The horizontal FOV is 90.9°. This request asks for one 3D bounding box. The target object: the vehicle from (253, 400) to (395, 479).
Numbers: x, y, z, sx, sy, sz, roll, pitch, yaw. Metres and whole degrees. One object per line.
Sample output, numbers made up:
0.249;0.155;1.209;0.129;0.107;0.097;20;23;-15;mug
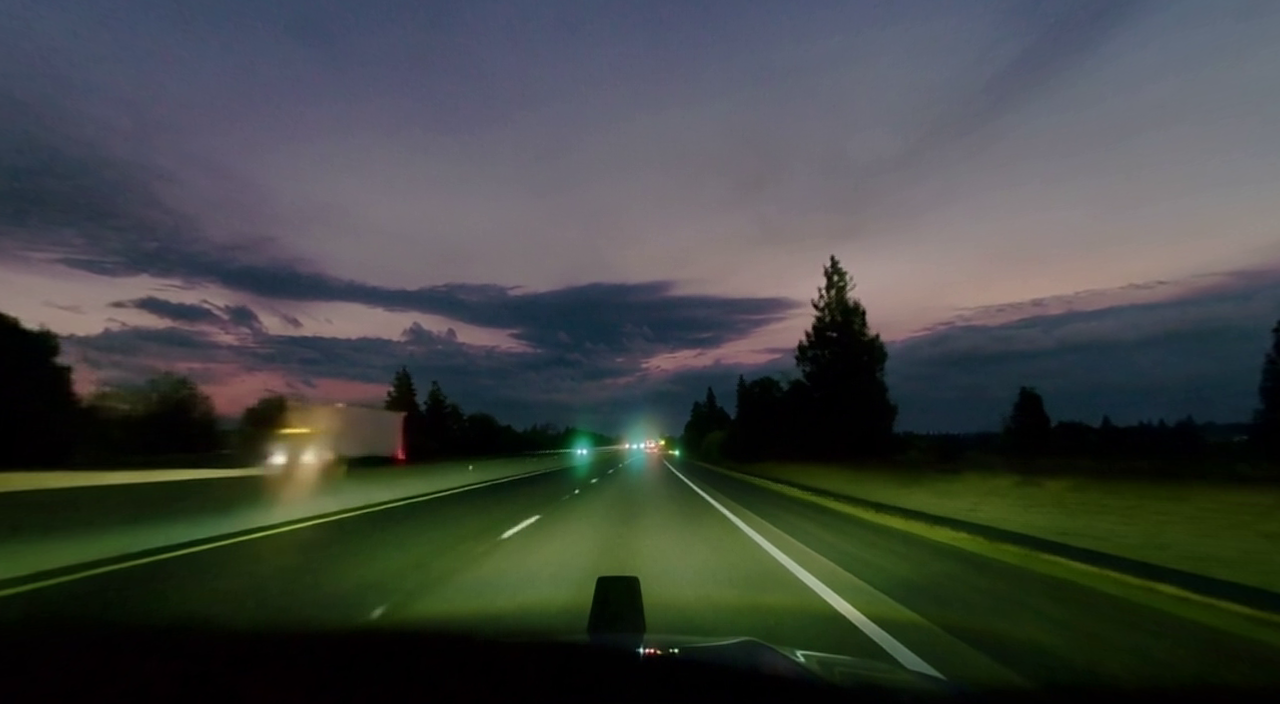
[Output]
-16.014;4.606;32.890;2.932;3.574;8.159;0;-9;2;vehicle
